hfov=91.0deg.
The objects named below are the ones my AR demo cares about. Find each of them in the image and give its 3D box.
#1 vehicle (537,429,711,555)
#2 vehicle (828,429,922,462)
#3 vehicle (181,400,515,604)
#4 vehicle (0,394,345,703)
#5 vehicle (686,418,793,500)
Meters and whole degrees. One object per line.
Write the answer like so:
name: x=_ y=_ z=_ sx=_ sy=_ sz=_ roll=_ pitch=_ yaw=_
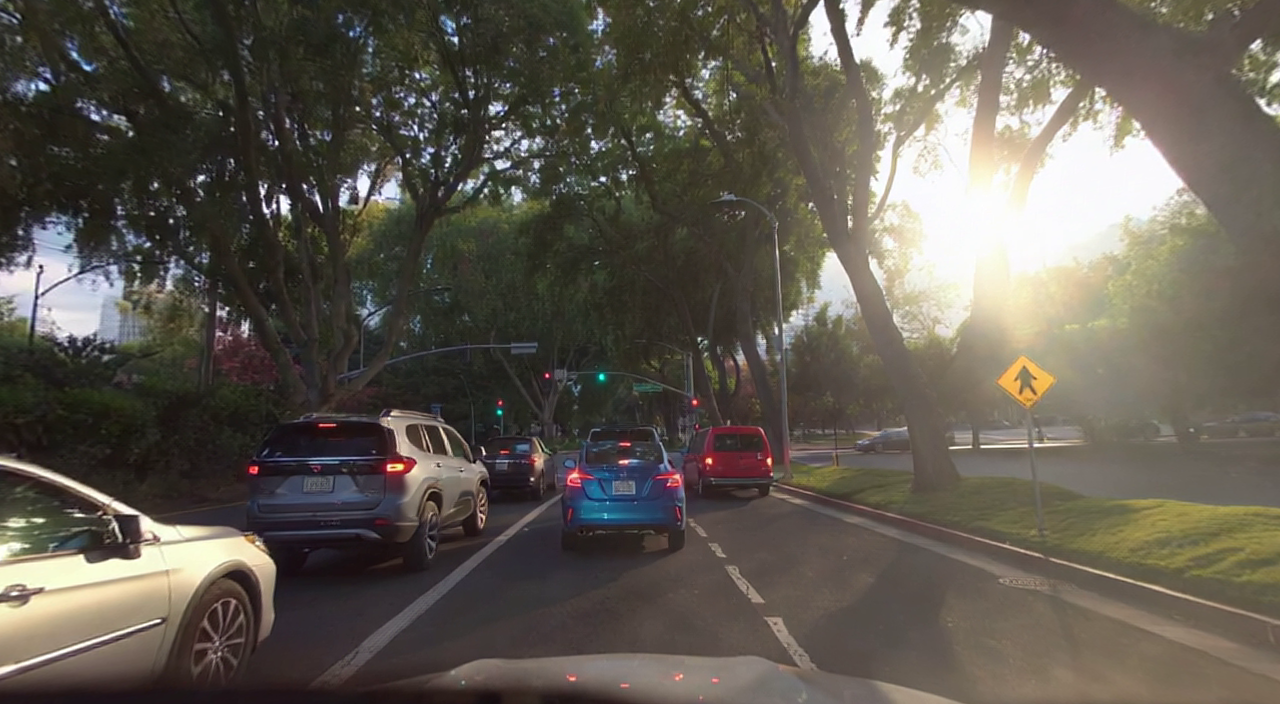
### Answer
vehicle: x=-0.244 y=1.923 z=9.350 sx=2.025 sy=1.453 sz=3.848 roll=0 pitch=-8 yaw=-2
vehicle: x=11.395 y=4.559 z=30.693 sx=3.883 sy=1.534 sz=1.779 roll=0 pitch=-8 yaw=2
vehicle: x=-2.886 y=1.574 z=7.454 sx=1.964 sy=1.712 sz=4.097 roll=0 pitch=-8 yaw=0
vehicle: x=-2.913 y=0.837 z=1.623 sx=1.974 sy=1.484 sz=4.716 roll=0 pitch=-8 yaw=1
vehicle: x=2.463 y=2.811 z=16.870 sx=2.059 sy=1.864 sz=4.541 roll=0 pitch=-8 yaw=-1
